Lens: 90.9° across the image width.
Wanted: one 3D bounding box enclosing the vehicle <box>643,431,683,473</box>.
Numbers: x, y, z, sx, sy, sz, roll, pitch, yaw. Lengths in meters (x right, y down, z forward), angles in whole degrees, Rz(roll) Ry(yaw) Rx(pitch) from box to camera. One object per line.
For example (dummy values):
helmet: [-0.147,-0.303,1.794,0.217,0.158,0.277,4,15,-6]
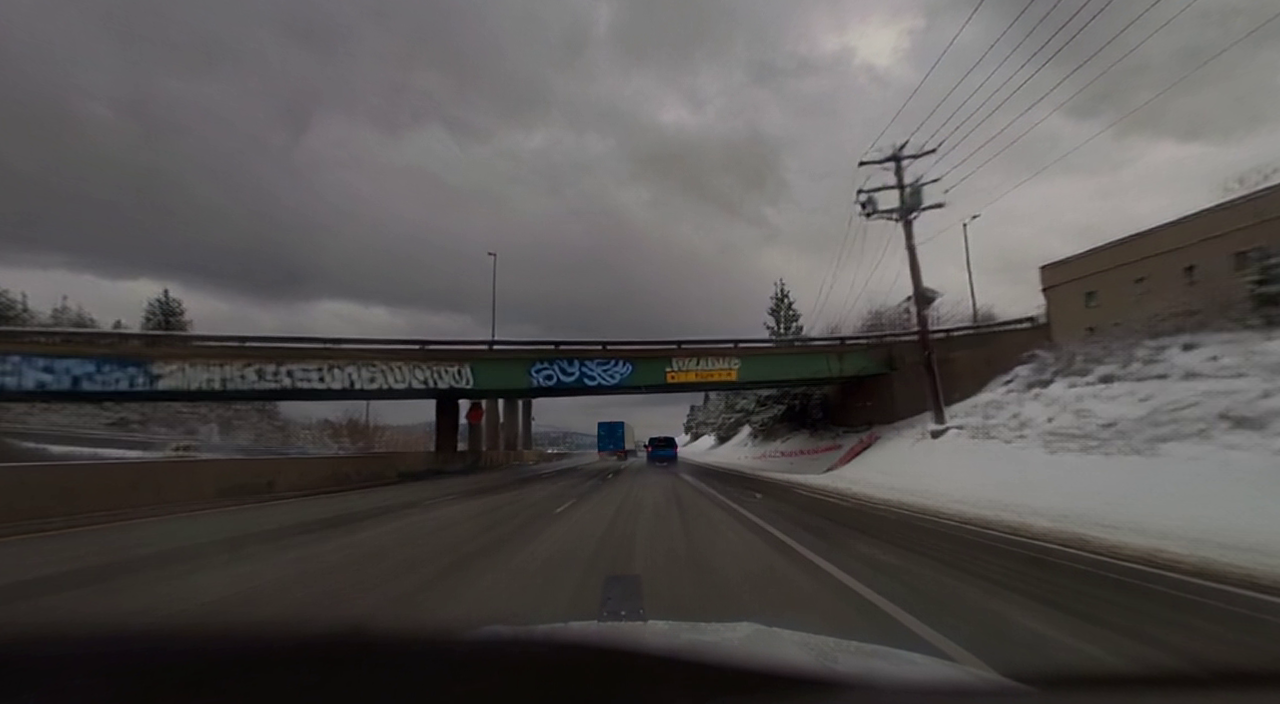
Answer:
vehicle: [1.468,6.810,42.863,2.462,2.627,5.799,0,-9,-1]
